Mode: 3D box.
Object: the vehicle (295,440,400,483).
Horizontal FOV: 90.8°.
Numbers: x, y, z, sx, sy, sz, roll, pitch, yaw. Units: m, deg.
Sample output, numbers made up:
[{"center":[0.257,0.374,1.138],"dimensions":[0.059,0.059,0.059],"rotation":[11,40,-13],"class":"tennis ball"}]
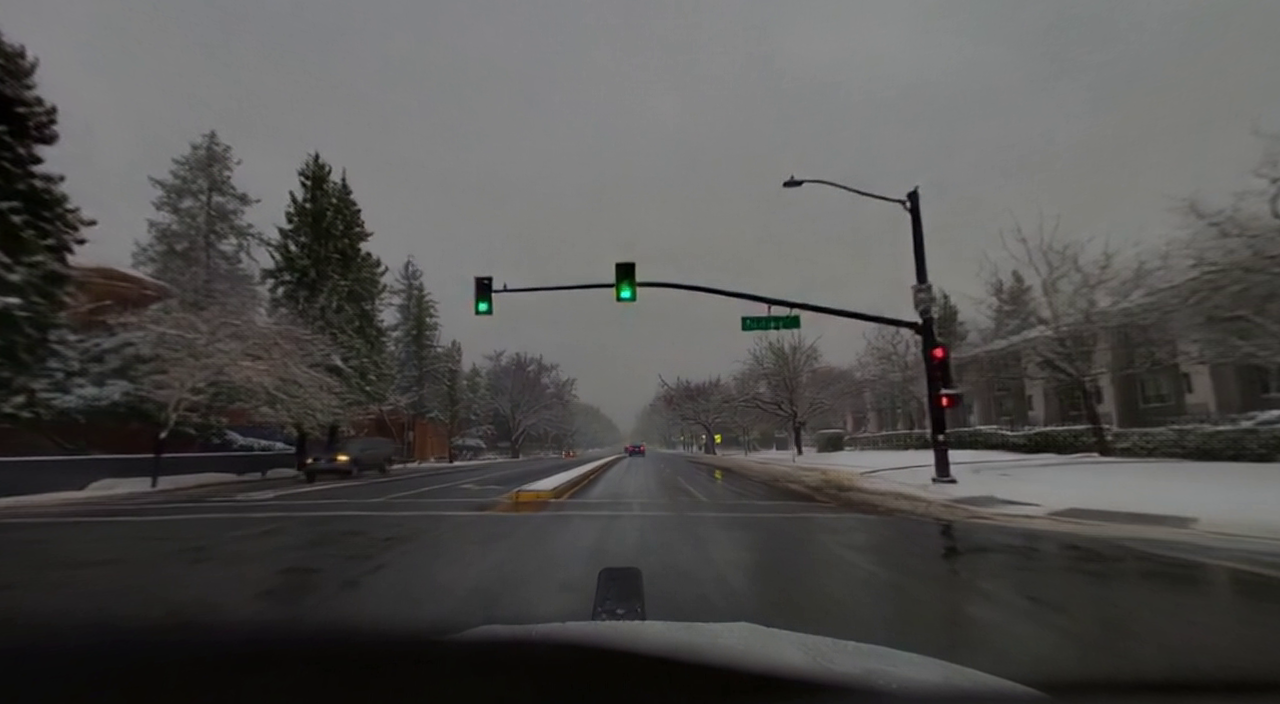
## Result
[{"center":[-15.076,5.649,33.084],"dimensions":[2.403,2.039,5.887],"rotation":[-1,-8,3],"class":"vehicle"}]
